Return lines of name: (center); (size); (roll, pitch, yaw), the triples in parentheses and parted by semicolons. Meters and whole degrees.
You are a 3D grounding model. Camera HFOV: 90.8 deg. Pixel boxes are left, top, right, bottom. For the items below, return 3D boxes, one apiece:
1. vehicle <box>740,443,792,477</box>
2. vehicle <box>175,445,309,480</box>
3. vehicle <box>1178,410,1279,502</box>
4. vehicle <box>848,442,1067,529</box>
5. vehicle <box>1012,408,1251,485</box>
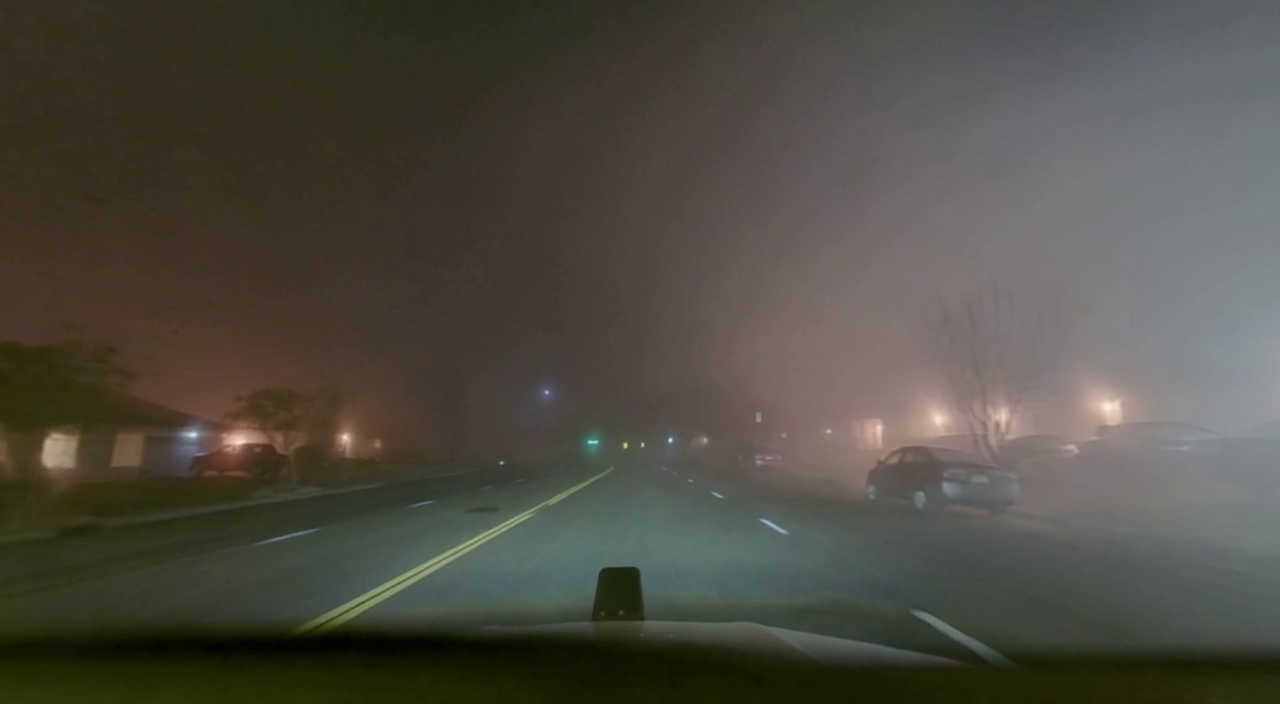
vehicle: (6.794, 5.878, 34.599); (1.996, 1.745, 4.556); (0, -9, 1)
vehicle: (-21.178, 5.870, 33.793); (5.659, 1.769, 2.073); (0, -9, -2)
vehicle: (13.307, 1.945, 11.957); (1.978, 1.738, 4.734); (-2, -9, -1)
vehicle: (6.468, 2.744, 13.749); (2.042, 1.511, 5.029); (0, -9, -2)
vehicle: (14.973, 2.923, 19.557); (5.355, 1.853, 2.257); (-4, -9, 0)
